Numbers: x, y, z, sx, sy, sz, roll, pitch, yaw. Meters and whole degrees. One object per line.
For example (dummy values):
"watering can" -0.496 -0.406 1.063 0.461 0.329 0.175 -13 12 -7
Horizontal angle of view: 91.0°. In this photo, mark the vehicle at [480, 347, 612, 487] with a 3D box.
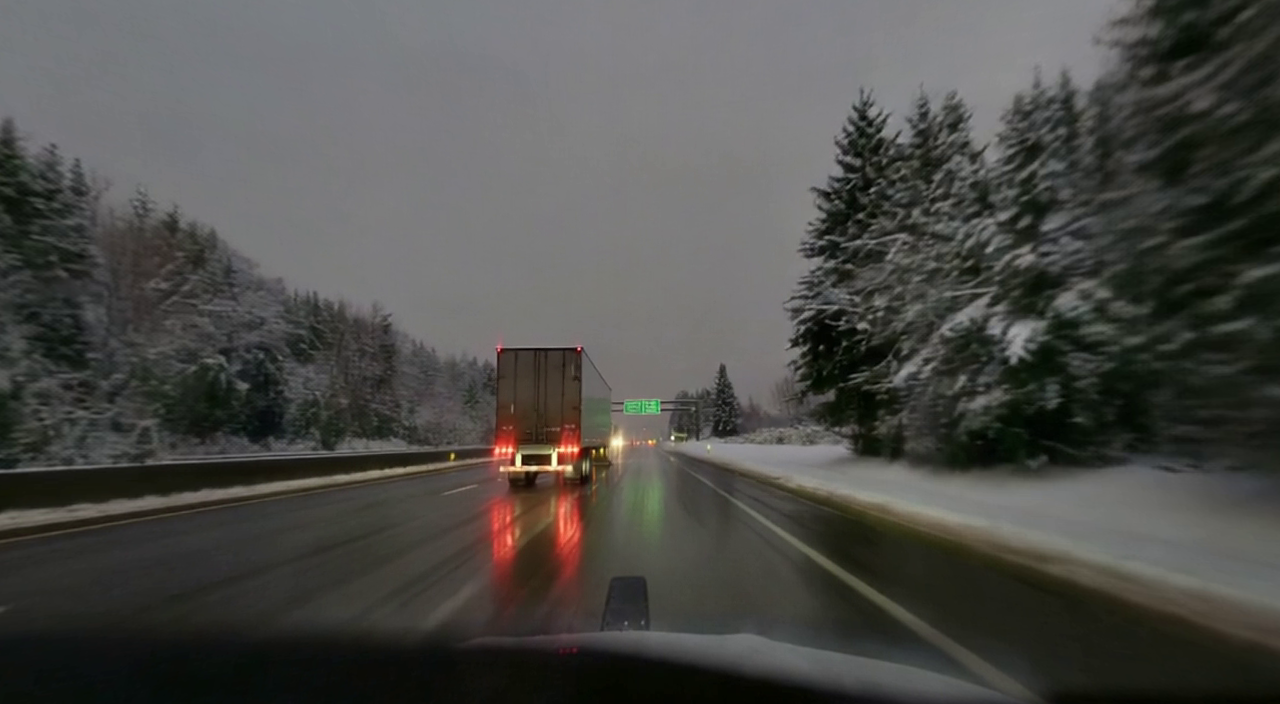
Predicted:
"vehicle" -3.022 2.868 25.369 2.947 4.051 14.256 0 -8 1
